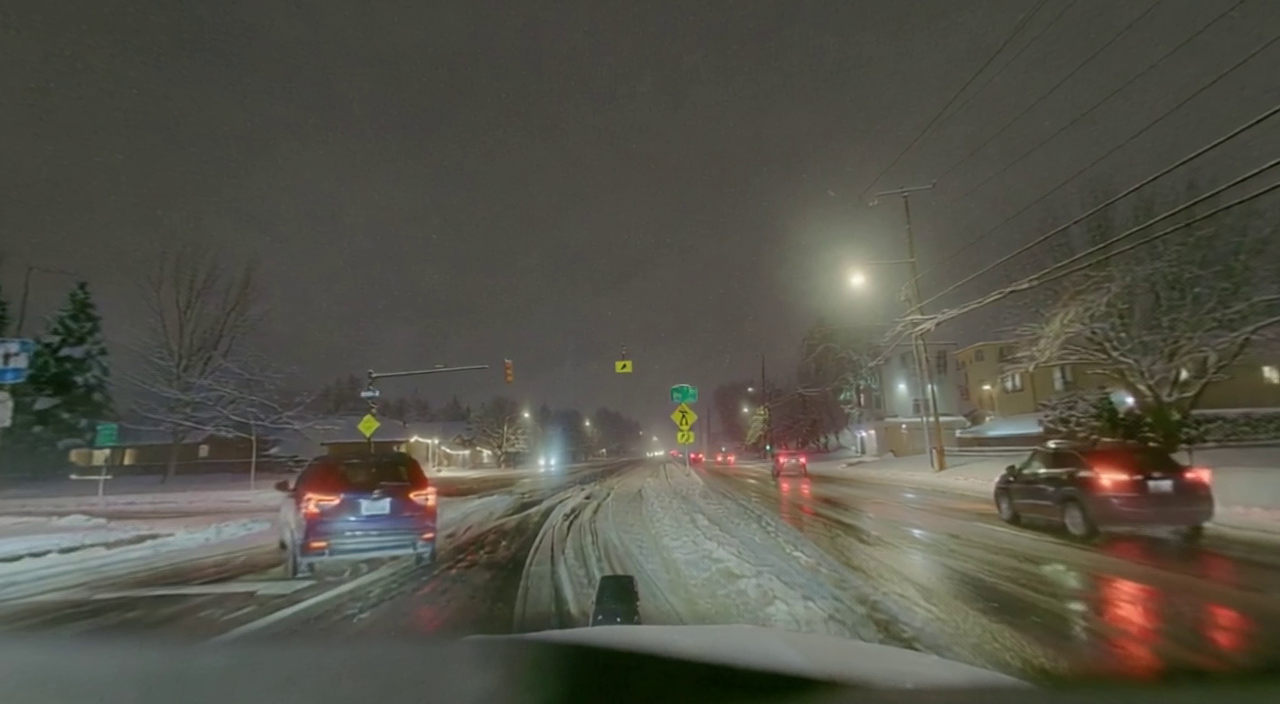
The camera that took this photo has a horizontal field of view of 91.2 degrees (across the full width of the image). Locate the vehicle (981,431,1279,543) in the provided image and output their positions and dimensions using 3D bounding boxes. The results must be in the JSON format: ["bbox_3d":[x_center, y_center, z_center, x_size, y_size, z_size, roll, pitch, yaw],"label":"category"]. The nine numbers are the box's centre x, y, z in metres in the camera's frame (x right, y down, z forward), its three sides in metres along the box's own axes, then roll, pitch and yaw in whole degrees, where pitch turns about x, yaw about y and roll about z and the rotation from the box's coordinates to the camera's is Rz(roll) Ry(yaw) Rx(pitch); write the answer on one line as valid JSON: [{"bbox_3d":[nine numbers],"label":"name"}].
[{"bbox_3d":[8.308,2.300,11.282,2.007,1.586,4.210,-1,-9,1],"label":"vehicle"}]

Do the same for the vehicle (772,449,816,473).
[{"bbox_3d":[10.036,7.113,41.218,1.931,1.475,4.092,-1,-9,1],"label":"vehicle"}]

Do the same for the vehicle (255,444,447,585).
[{"bbox_3d":[-4.203,2.147,9.125,2.014,1.525,3.670,4,-10,-26],"label":"vehicle"}]
